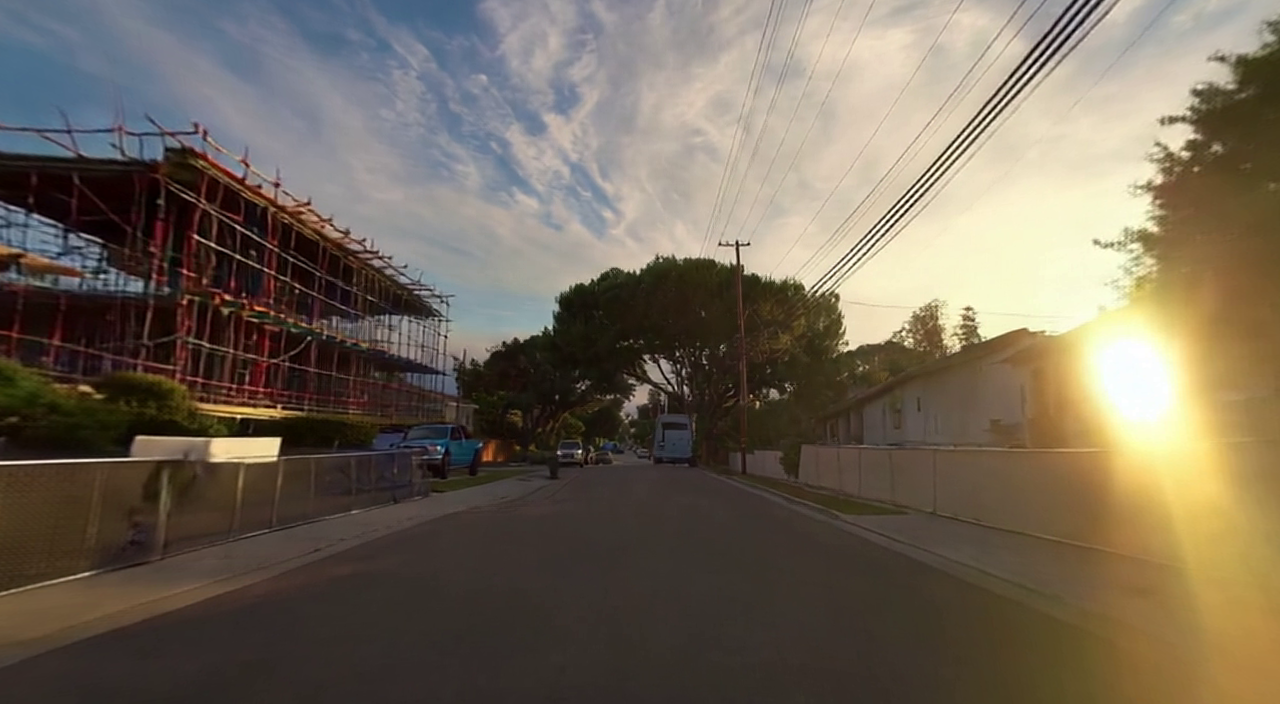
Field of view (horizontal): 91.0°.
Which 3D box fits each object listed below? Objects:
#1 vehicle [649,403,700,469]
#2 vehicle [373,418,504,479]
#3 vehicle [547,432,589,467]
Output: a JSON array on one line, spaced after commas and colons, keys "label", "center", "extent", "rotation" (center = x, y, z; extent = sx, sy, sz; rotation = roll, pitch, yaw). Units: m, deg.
[{"label": "vehicle", "center": [2.299, 6.021, 43.360], "extent": [2.915, 3.793, 9.963], "rotation": [4, -11, 3]}, {"label": "vehicle", "center": [-6.977, 3.441, 22.698], "extent": [2.238, 1.895, 5.648], "rotation": [-1, -8, 8]}, {"label": "vehicle", "center": [-4.812, 6.548, 42.710], "extent": [2.171, 1.910, 4.789], "rotation": [-1, -4, 2]}]
